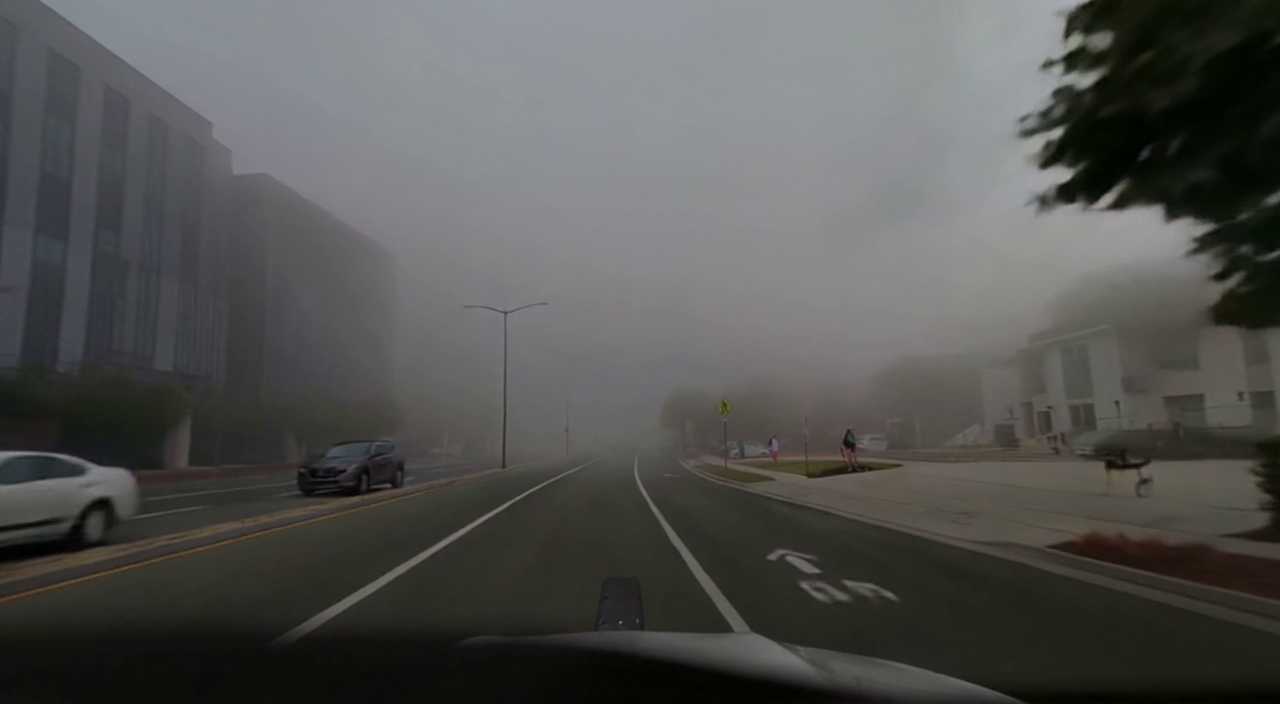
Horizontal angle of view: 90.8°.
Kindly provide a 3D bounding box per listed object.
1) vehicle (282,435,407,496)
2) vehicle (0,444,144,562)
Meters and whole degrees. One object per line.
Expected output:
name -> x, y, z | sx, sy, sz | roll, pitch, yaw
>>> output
vehicle -> -9.558, 3.685, 20.915 | 1.988, 1.755, 4.568 | 1, -8, -2
vehicle -> -9.179, 1.931, 8.072 | 1.983, 1.486, 4.707 | 1, -8, -2
